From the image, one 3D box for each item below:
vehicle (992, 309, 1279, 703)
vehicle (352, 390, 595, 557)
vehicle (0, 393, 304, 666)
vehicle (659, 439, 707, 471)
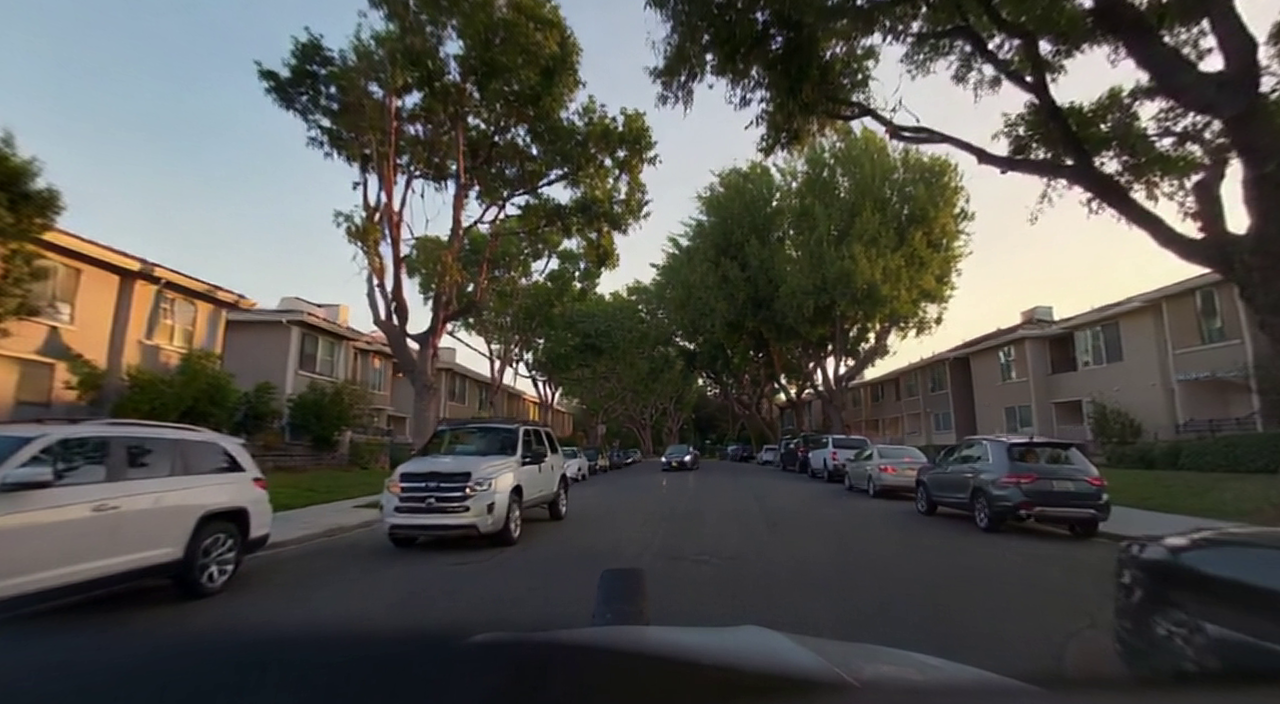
[{"bbox_3d":[2.930,0.613,1.112,2.055,1.717,5.172,-1,-8,6],"label":"vehicle"},{"bbox_3d":[-2.285,1.879,10.449,2.197,2.047,4.985,-1,-8,6],"label":"vehicle"},{"bbox_3d":[-5.141,1.317,5.138,2.002,1.774,4.568,-1,-8,4],"label":"vehicle"},{"bbox_3d":[2.301,5.292,32.622,1.971,1.476,4.593,-2,-8,9],"label":"vehicle"}]
